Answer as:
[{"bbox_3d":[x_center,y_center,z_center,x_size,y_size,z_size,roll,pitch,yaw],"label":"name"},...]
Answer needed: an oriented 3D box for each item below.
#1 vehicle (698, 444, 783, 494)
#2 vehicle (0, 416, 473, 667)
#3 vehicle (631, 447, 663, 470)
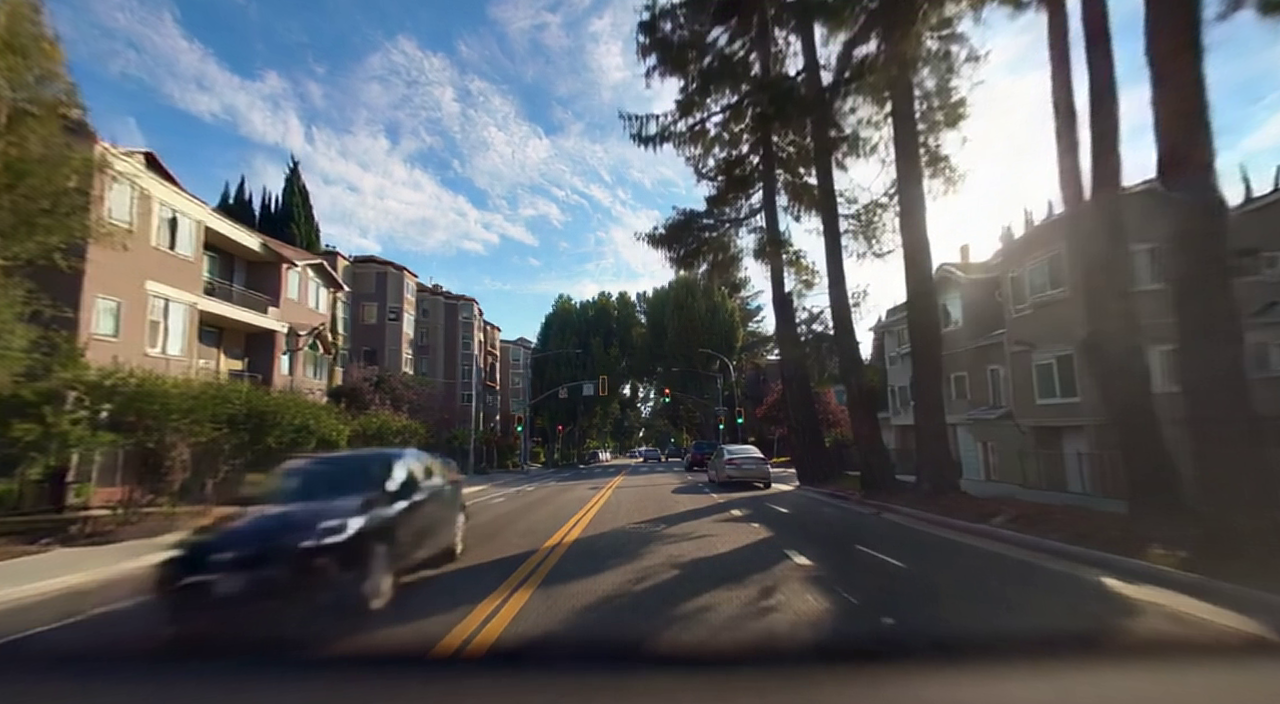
[{"bbox_3d":[3.239,3.886,21.397,2.078,1.488,4.741,0,-9,0],"label":"vehicle"},{"bbox_3d":[-3.197,1.545,6.204,1.954,1.618,4.050,0,-9,1],"label":"vehicle"},{"bbox_3d":[0.403,7.212,43.045,2.097,1.463,4.043,0,-9,-1],"label":"vehicle"}]
